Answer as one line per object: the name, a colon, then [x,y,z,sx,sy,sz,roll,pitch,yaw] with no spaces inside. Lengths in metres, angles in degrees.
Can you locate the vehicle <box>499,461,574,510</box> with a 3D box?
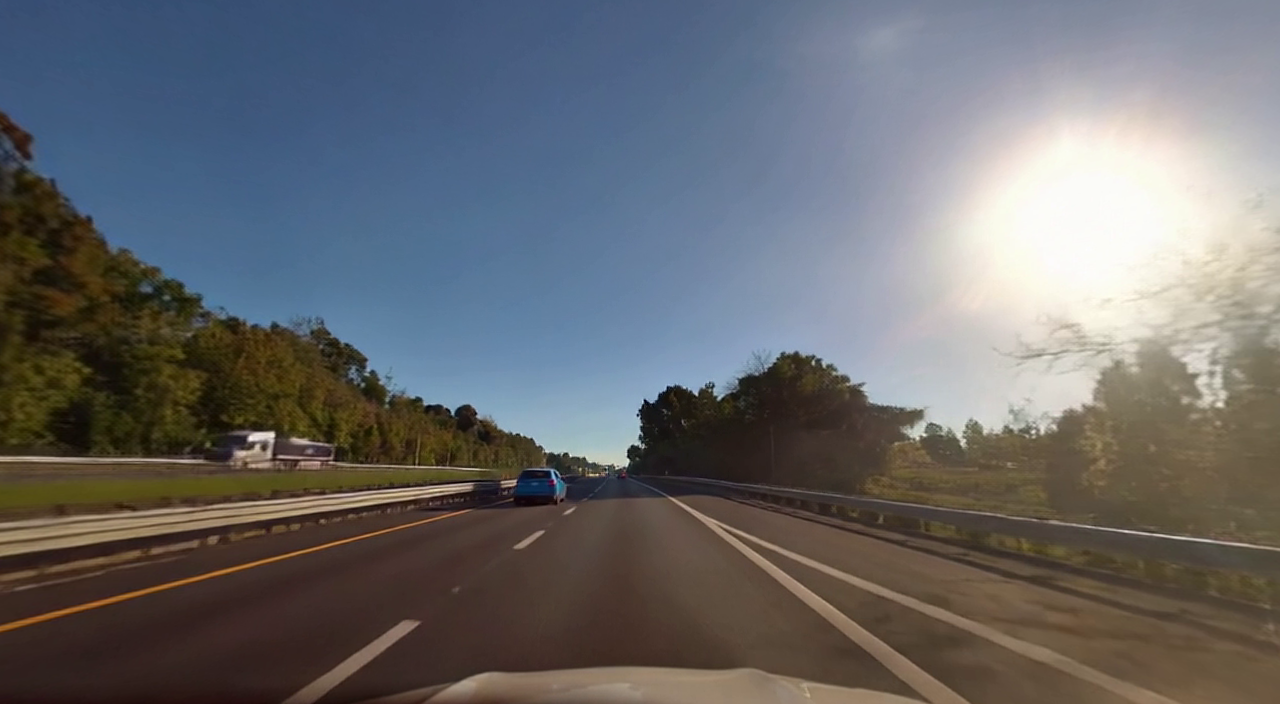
vehicle: [-3.592,4.739,22.696,1.967,1.556,4.364,1,-10,0]

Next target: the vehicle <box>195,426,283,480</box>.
vehicle: [-30.478,7.779,48.221,2.915,3.769,5.891,1,-10,-4]
